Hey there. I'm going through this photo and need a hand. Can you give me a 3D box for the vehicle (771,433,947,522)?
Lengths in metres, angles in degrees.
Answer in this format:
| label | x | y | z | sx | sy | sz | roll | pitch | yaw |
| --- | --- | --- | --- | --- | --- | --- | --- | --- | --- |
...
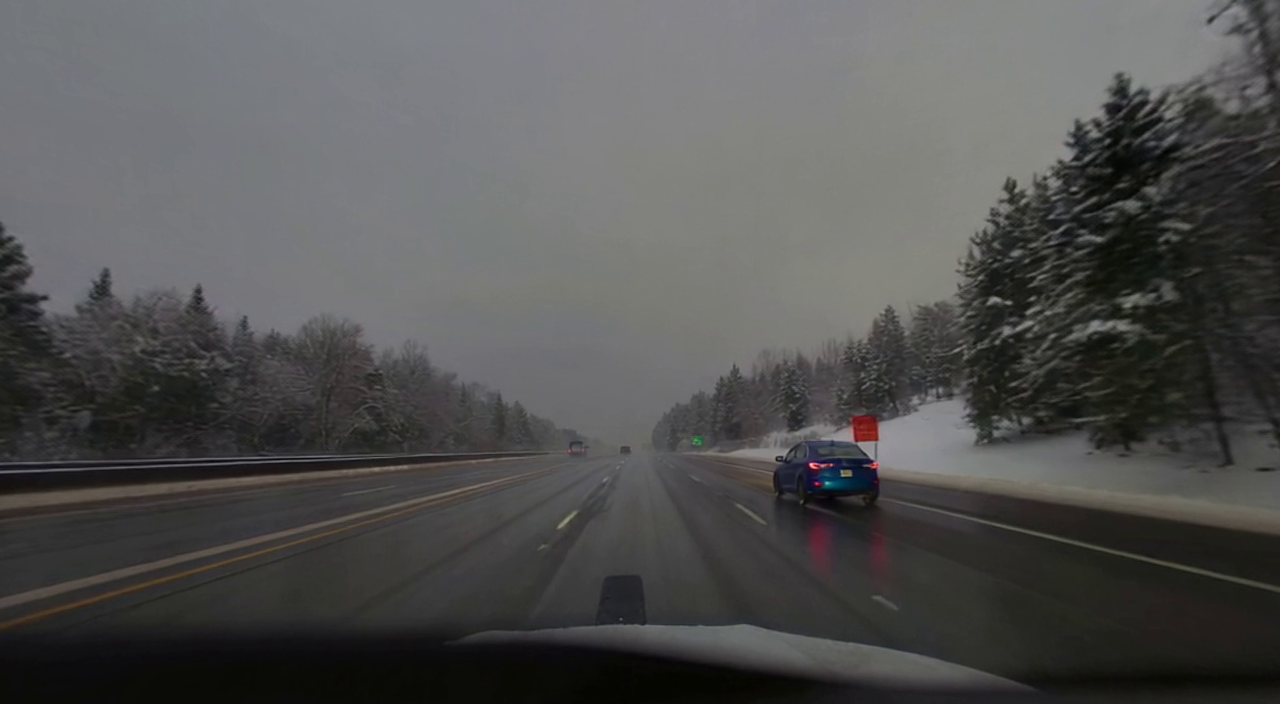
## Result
| label | x | y | z | sx | sy | sz | roll | pitch | yaw |
| --- | --- | --- | --- | --- | --- | --- | --- | --- | --- |
| vehicle | 4.202 | 2.481 | 12.999 | 2.033 | 1.501 | 4.398 | 0 | -9 | 0 |
